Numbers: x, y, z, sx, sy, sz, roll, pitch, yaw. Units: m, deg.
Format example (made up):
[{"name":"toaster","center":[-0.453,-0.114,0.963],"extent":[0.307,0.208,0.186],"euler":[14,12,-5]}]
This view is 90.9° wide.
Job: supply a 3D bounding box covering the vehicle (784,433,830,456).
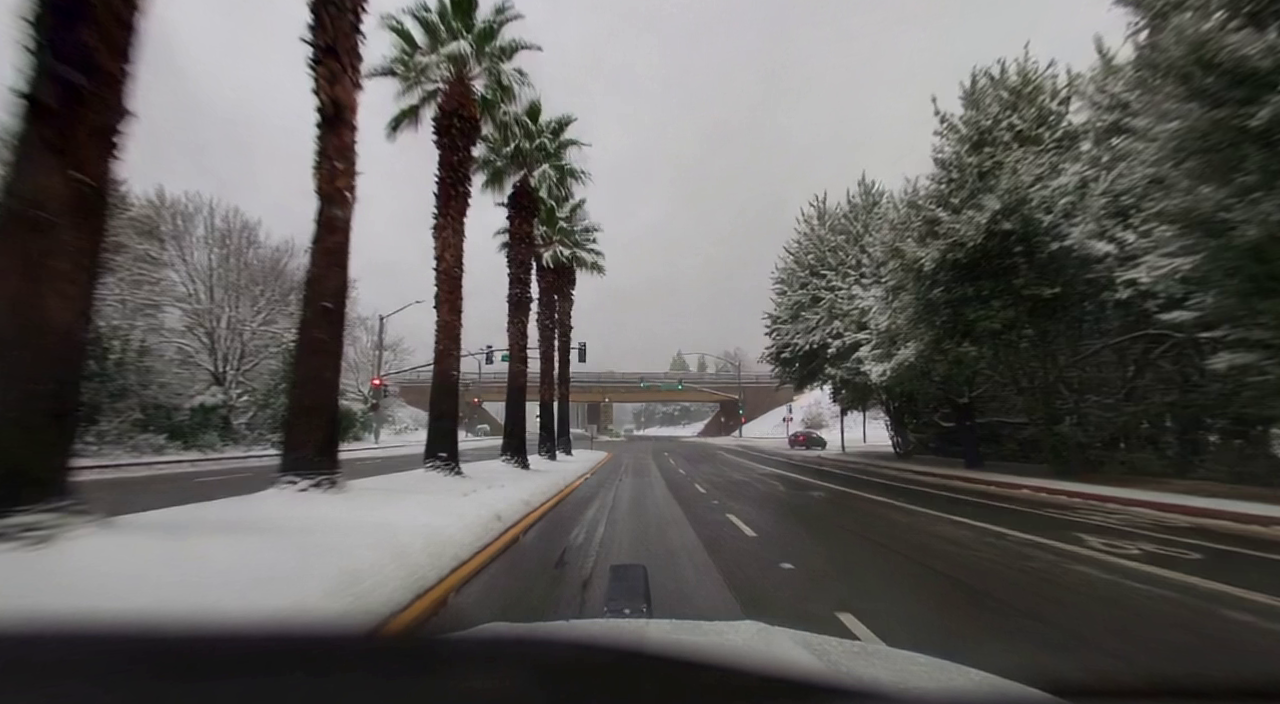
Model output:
[{"name":"vehicle","center":[11.527,6.336,43.177],"extent":[1.982,1.436,4.556],"euler":[-4,-10,28]}]
